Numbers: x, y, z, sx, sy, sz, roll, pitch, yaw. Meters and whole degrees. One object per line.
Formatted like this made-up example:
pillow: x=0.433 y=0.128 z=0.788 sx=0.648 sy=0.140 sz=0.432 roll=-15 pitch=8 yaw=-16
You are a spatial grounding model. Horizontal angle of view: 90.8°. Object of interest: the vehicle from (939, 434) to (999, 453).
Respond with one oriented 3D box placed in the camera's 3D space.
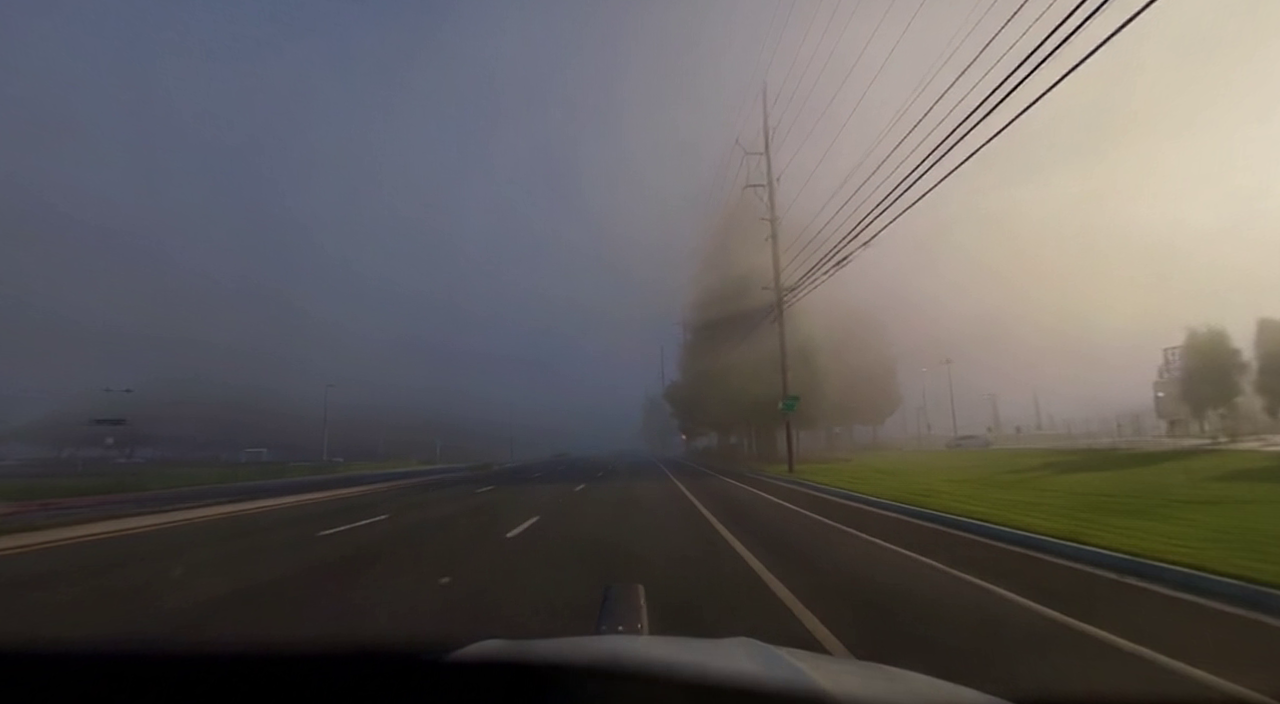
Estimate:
vehicle: x=25.472 y=7.115 z=49.124 sx=1.996 sy=1.442 sz=4.785 roll=0 pitch=-8 yaw=-1
